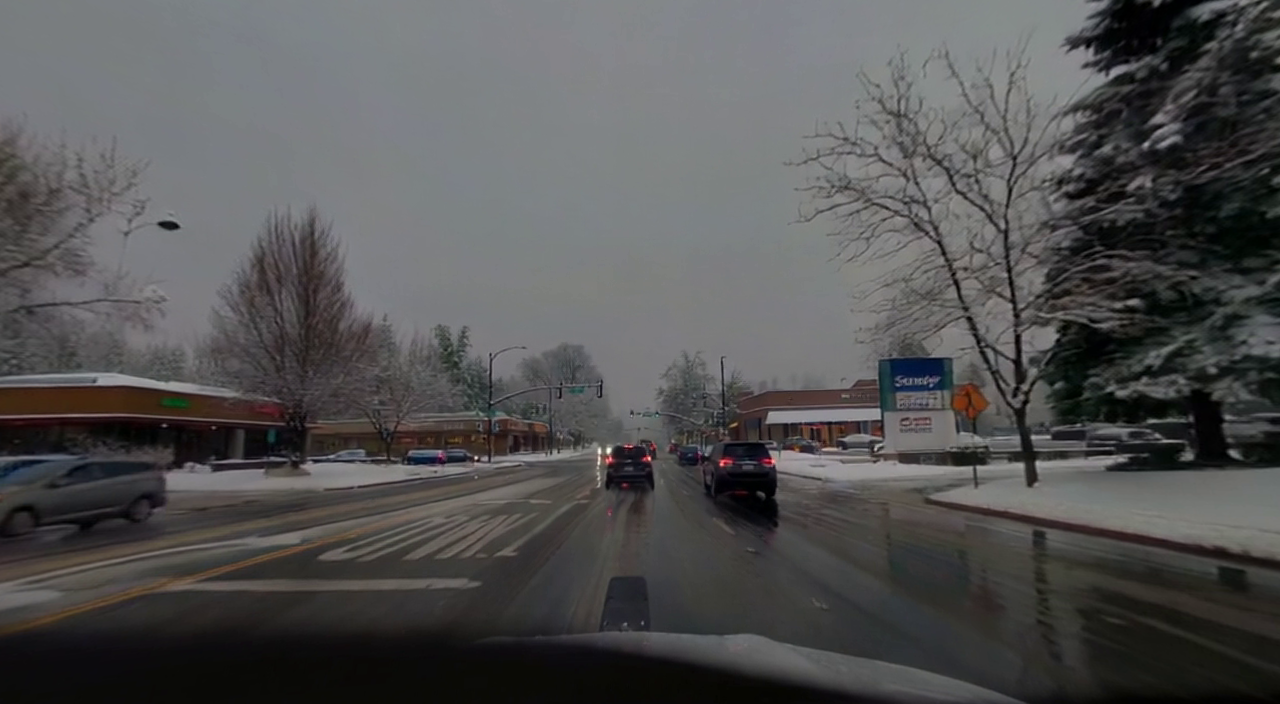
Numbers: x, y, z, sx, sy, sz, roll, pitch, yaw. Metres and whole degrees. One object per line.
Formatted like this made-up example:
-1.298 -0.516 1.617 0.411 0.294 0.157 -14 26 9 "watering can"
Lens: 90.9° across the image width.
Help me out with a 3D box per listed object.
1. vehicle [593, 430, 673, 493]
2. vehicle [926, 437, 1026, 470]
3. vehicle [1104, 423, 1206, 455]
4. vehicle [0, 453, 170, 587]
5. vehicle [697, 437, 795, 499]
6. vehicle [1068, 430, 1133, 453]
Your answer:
-0.252 4.025 23.626 2.638 2.065 5.313 0 -9 0 "vehicle"
16.489 4.999 31.013 3.880 1.538 1.862 1 -9 -8 "vehicle"
30.644 5.228 37.718 2.231 1.749 4.411 0 -9 -2 "vehicle"
-9.262 2.328 9.443 4.456 1.570 1.975 -6 -10 32 "vehicle"
3.277 3.711 20.597 2.276 1.787 4.630 0 -9 -1 "vehicle"
34.981 6.859 48.037 1.817 1.548 4.050 -2 -10 0 "vehicle"
